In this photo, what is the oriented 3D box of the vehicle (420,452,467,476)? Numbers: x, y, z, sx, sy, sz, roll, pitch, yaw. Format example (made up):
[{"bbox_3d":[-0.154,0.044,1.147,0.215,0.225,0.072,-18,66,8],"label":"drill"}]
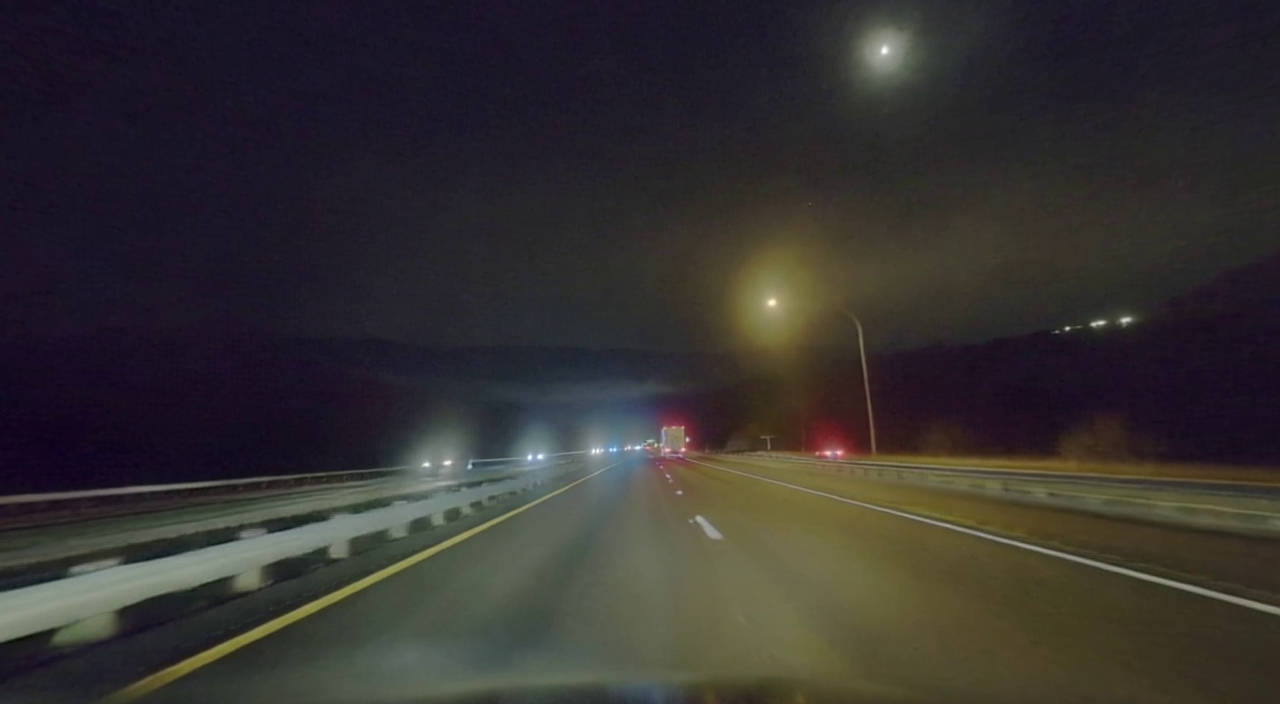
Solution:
[{"bbox_3d":[-13.465,7.711,43.195,1.831,1.524,4.137,-1,-9,1],"label":"vehicle"}]
